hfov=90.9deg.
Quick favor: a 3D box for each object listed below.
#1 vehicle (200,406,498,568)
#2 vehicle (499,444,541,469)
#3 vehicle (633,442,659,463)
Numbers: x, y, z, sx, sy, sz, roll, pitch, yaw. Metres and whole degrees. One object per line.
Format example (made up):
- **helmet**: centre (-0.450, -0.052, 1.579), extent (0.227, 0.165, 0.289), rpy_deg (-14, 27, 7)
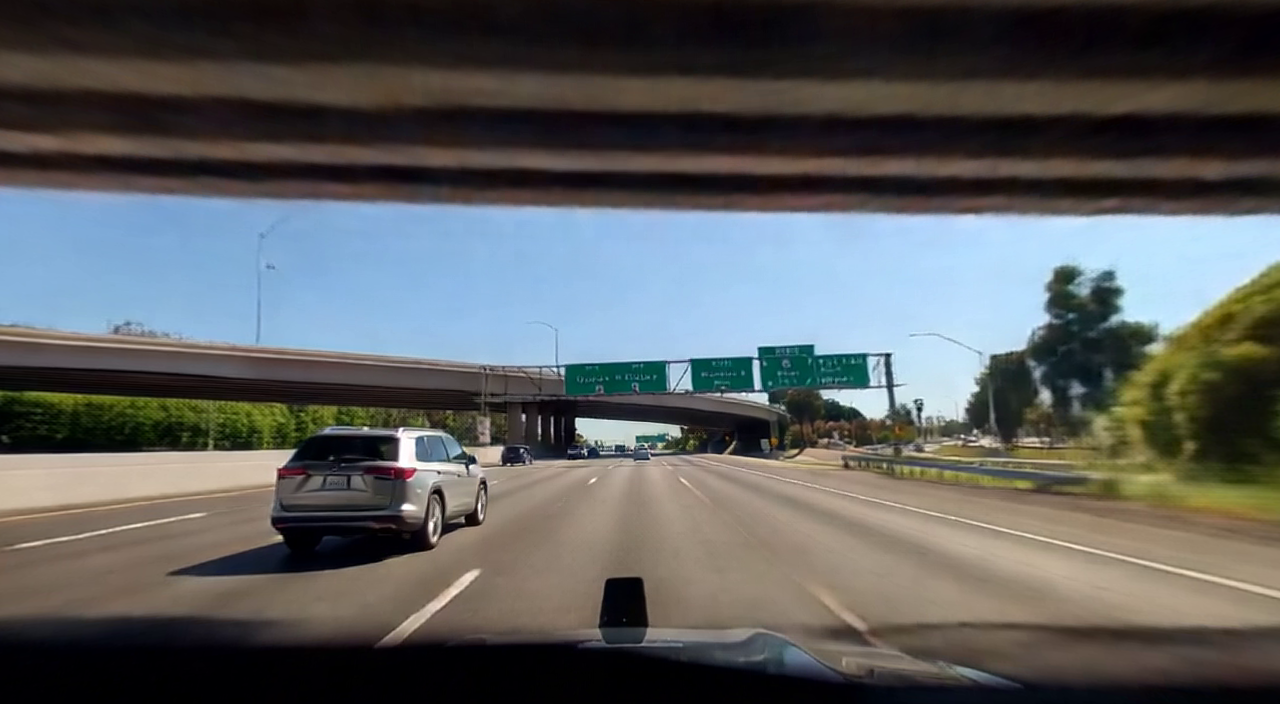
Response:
- **vehicle**: centre (-3.725, 1.830, 9.260), extent (2.214, 1.759, 4.435), rpy_deg (-1, -9, 1)
- **vehicle**: centre (-7.830, 6.835, 41.450), extent (1.871, 1.542, 4.371), rpy_deg (-1, -9, 0)
- **vehicle**: centre (0.443, 7.957, 50.000), extent (2.023, 1.589, 4.030), rpy_deg (0, -9, -1)
